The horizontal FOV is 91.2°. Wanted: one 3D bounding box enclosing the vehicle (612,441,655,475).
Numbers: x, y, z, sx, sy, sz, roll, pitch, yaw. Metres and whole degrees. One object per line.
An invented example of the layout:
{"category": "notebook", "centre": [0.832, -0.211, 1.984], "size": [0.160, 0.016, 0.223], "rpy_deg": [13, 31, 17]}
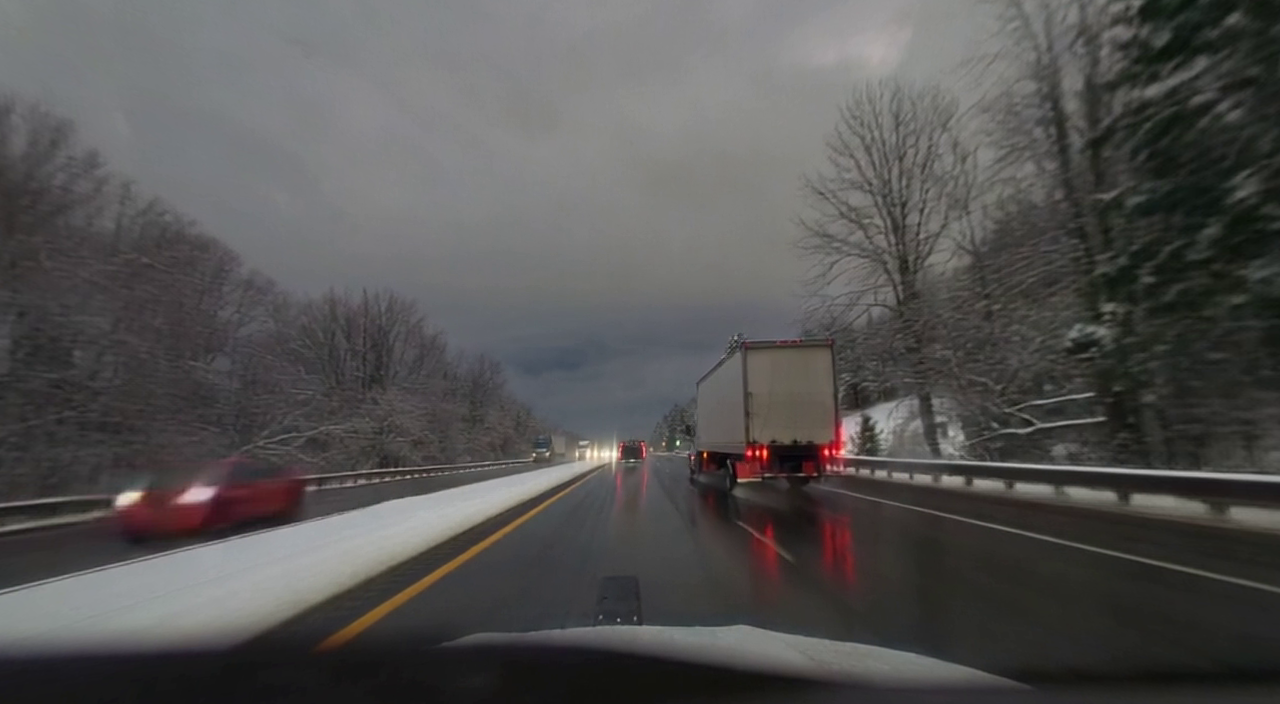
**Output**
{"category": "vehicle", "centre": [-0.364, 5.722, 34.062], "size": [2.151, 1.693, 4.201], "rpy_deg": [0, -9, -1]}

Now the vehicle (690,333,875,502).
{"category": "vehicle", "centre": [3.965, 2.592, 22.013], "size": [3.068, 4.042, 13.787], "rpy_deg": [0, -9, -1]}

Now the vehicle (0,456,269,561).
{"category": "vehicle", "centre": [-9.096, 2.732, 11.618], "size": [1.994, 1.505, 4.005], "rpy_deg": [0, -9, -1]}
